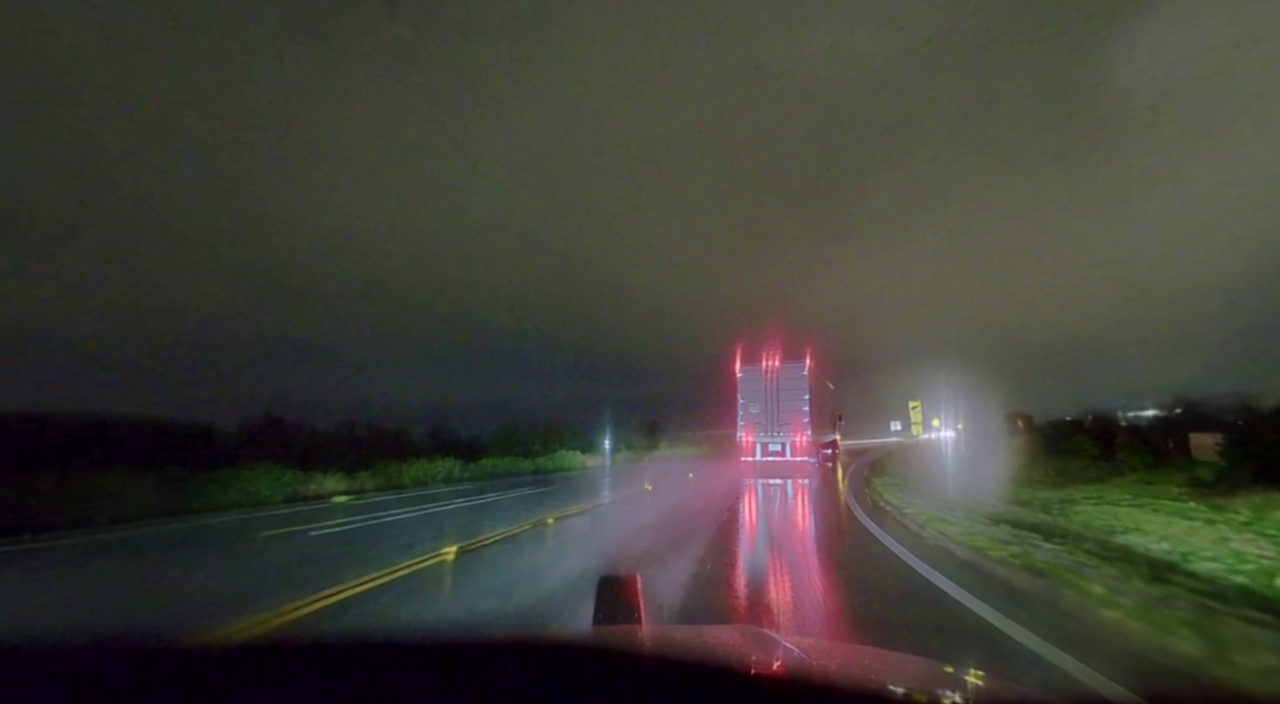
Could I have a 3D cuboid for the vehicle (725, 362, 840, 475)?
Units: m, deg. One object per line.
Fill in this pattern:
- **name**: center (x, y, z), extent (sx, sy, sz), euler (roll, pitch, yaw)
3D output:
- **vehicle**: center (6.275, 2.920, 26.064), extent (2.837, 3.712, 10.484), euler (-3, -9, 22)
